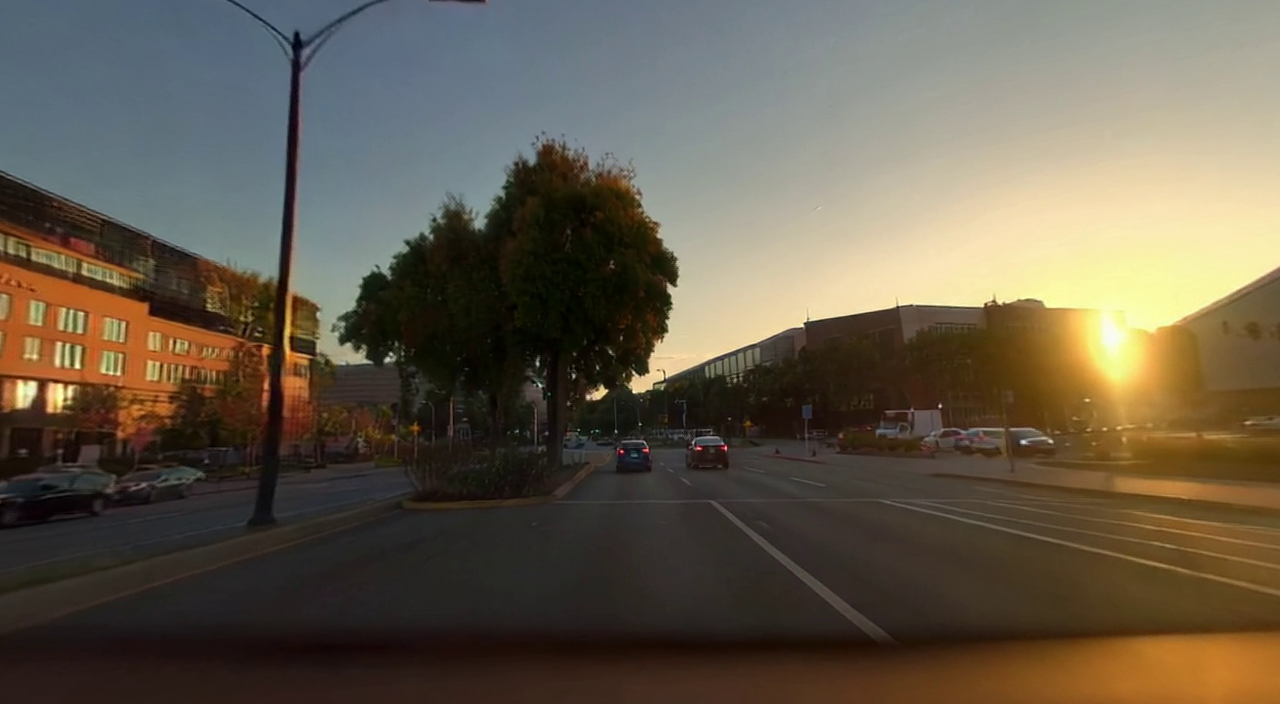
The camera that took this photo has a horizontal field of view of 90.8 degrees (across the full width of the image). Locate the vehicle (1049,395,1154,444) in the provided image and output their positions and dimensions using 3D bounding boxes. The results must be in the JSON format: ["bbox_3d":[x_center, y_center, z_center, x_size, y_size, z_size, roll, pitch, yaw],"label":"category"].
[{"bbox_3d":[33.178,4.986,45.799,2.744,3.127,6.009,0,-10,-2],"label":"vehicle"}]

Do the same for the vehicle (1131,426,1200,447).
[{"bbox_3d":[38.393,6.203,46.275,1.656,1.427,4.042,-1,-8,1],"label":"vehicle"}]

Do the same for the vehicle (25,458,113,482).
[{"bbox_3d":[-43.052,8.922,47.699,4.568,1.660,2.025,0,-8,-2],"label":"vehicle"}]

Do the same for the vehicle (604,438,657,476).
[{"bbox_3d":[-0.423,4.497,27.414,2.110,1.476,4.294,0,-8,-1],"label":"vehicle"}]

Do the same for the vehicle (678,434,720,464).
[{"bbox_3d":[3.507,5.868,38.242,2.100,1.683,4.231,0,-8,-1],"label":"vehicle"}]
